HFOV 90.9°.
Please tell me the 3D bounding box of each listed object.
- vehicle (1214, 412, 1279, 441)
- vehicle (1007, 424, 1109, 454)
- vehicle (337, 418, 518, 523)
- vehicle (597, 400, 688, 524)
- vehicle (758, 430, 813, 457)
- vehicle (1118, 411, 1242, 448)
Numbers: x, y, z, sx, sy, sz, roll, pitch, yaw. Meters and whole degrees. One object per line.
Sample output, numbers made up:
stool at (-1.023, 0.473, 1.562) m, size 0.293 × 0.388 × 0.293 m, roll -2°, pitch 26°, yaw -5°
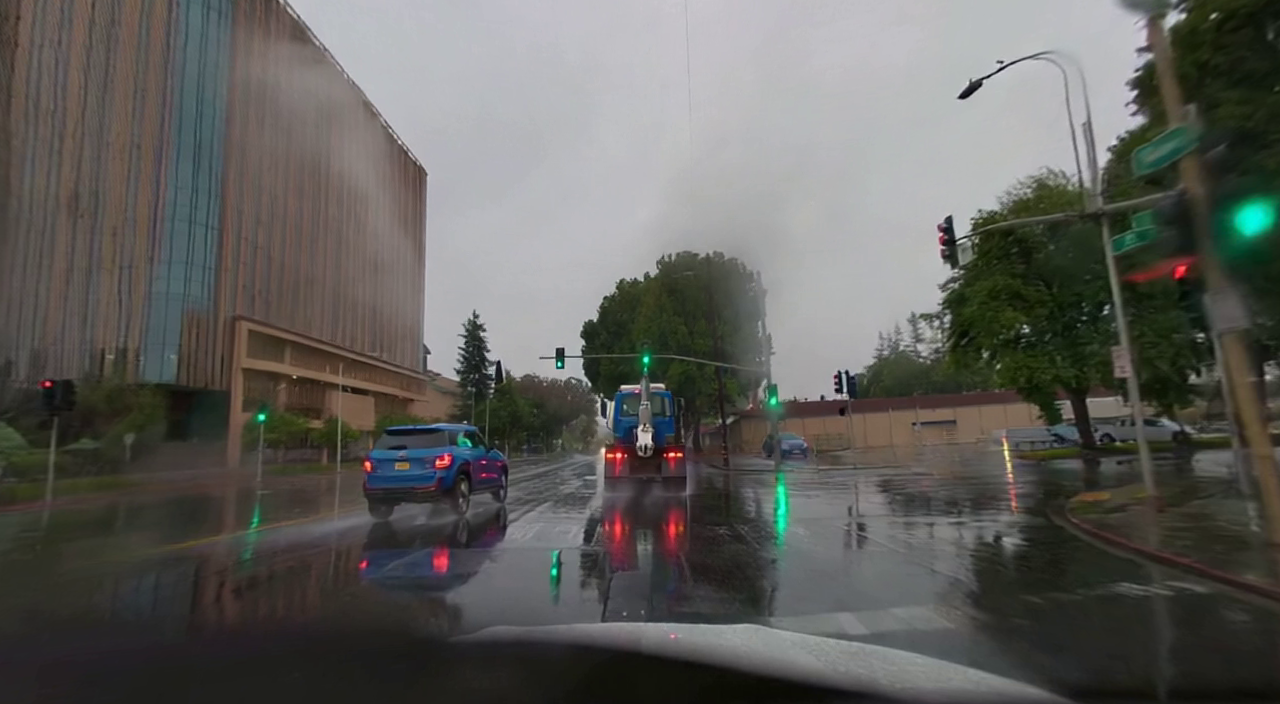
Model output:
vehicle at (39.559, 4.796, 40.279) m, size 4.363 × 1.741 × 1.914 m, roll 2°, pitch -9°, yaw -11°
vehicle at (21.128, 4.455, 32.093) m, size 1.767 × 1.440 × 4.261 m, roll 1°, pitch -9°, yaw -10°
vehicle at (-3.872, 2.255, 12.431) m, size 2.081 × 1.688 × 4.235 m, roll 0°, pitch -9°, yaw 0°
vehicle at (0.107, 3.884, 23.389) m, size 2.552 × 3.461 × 11.044 m, roll -1°, pitch -8°, yaw 0°
vehicle at (10.464, 6.613, 45.758) m, size 2.186 × 1.783 × 4.716 m, roll 0°, pitch -8°, yaw -10°
vehicle at (28.413, 4.117, 33.271) m, size 4.772 × 1.868 × 2.053 m, roll 1°, pitch -8°, yaw -5°
